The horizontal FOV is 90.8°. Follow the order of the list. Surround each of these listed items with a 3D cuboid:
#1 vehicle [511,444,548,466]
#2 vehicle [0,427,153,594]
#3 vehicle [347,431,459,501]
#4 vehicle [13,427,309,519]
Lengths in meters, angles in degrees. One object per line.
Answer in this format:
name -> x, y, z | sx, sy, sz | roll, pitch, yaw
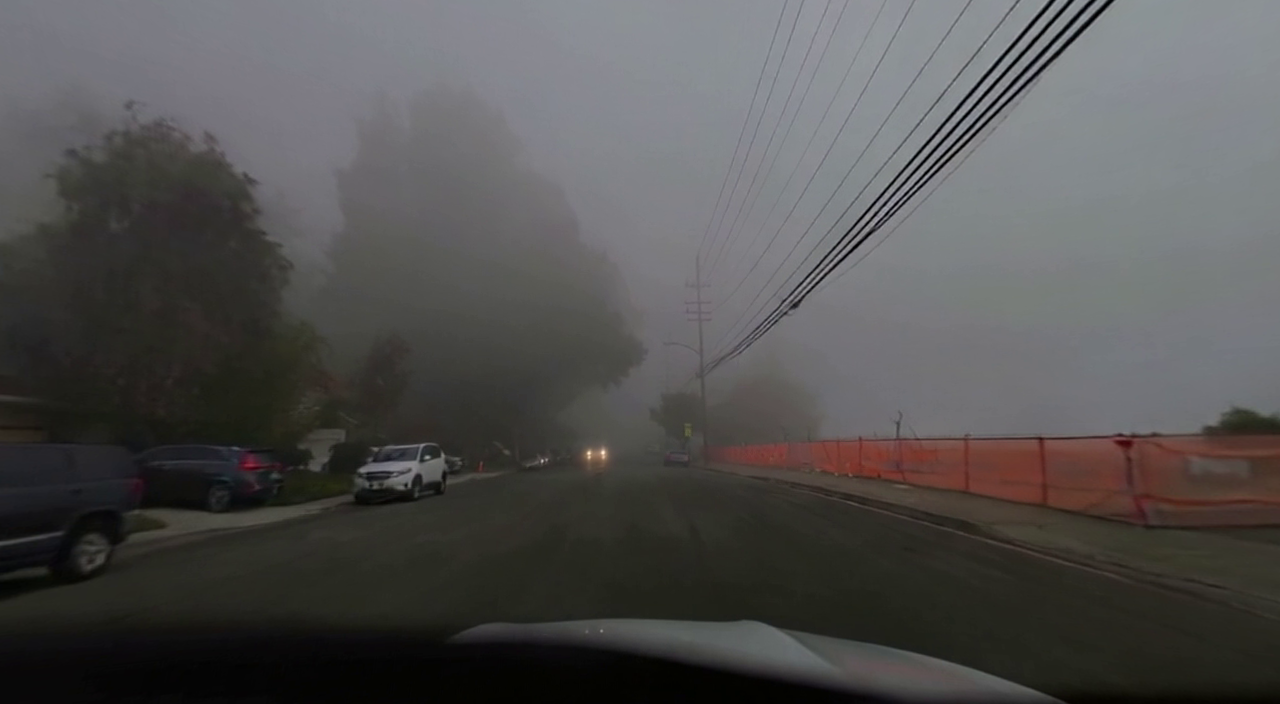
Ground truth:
vehicle -> -8.200, 7.707, 47.280 | 2.041, 1.480, 4.474 | -2, -9, -2
vehicle -> -7.694, 1.611, 6.228 | 2.019, 1.723, 4.650 | 0, -8, 1
vehicle -> -6.878, 3.362, 18.833 | 1.932, 1.743, 4.079 | -2, -9, -3
vehicle -> -10.480, 2.663, 14.169 | 4.872, 1.844, 2.095 | 0, -8, 0
